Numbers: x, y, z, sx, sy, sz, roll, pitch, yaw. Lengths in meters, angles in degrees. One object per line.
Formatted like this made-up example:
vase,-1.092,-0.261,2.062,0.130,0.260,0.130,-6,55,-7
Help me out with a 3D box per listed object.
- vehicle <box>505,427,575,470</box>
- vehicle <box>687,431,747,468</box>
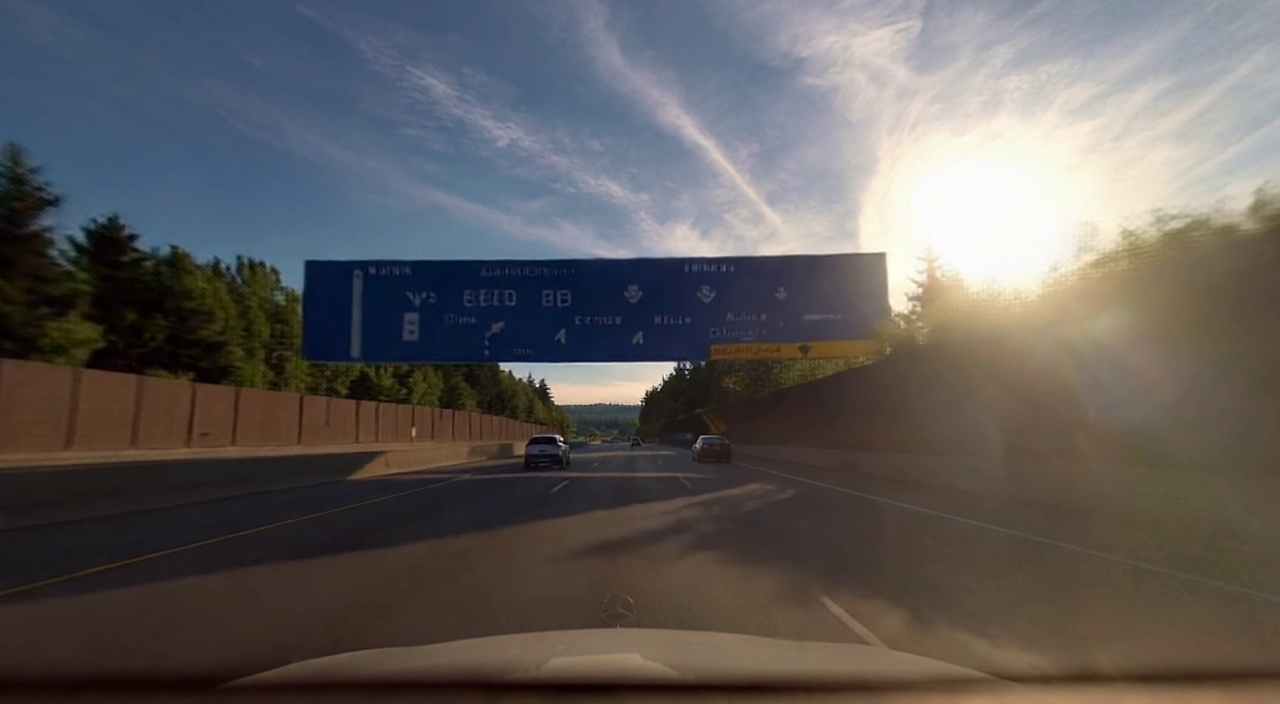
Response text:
vehicle,-4.065,3.985,26.263,2.219,1.660,4.153,0,-8,0
vehicle,3.410,4.409,28.807,2.077,1.523,4.539,0,-8,-1
